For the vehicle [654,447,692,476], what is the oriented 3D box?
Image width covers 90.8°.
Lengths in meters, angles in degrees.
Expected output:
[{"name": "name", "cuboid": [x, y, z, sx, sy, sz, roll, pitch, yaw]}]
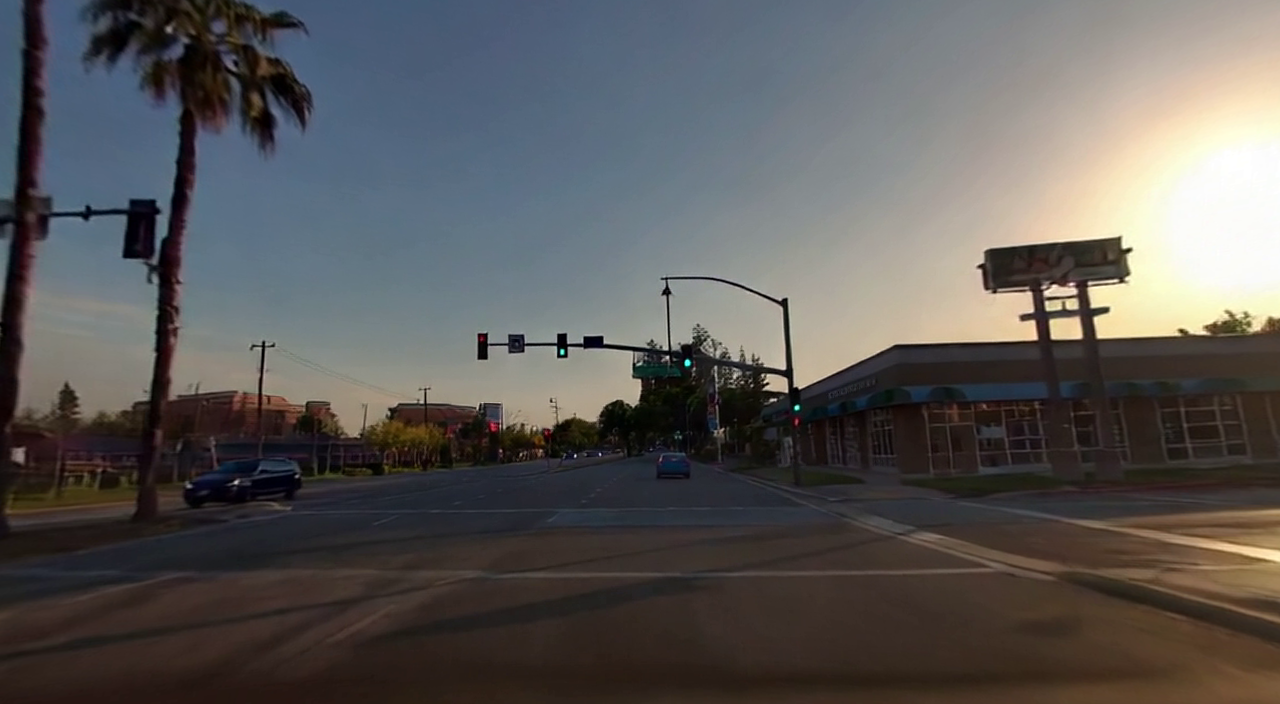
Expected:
[{"name": "vehicle", "cuboid": [1.918, 6.534, 37.987, 1.969, 1.555, 4.431, 0, -8, 0]}]

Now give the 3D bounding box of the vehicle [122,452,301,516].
[{"name": "vehicle", "cuboid": [-11.492, 3.527, 17.369, 2.033, 1.494, 4.048, 0, -8, 1]}]
